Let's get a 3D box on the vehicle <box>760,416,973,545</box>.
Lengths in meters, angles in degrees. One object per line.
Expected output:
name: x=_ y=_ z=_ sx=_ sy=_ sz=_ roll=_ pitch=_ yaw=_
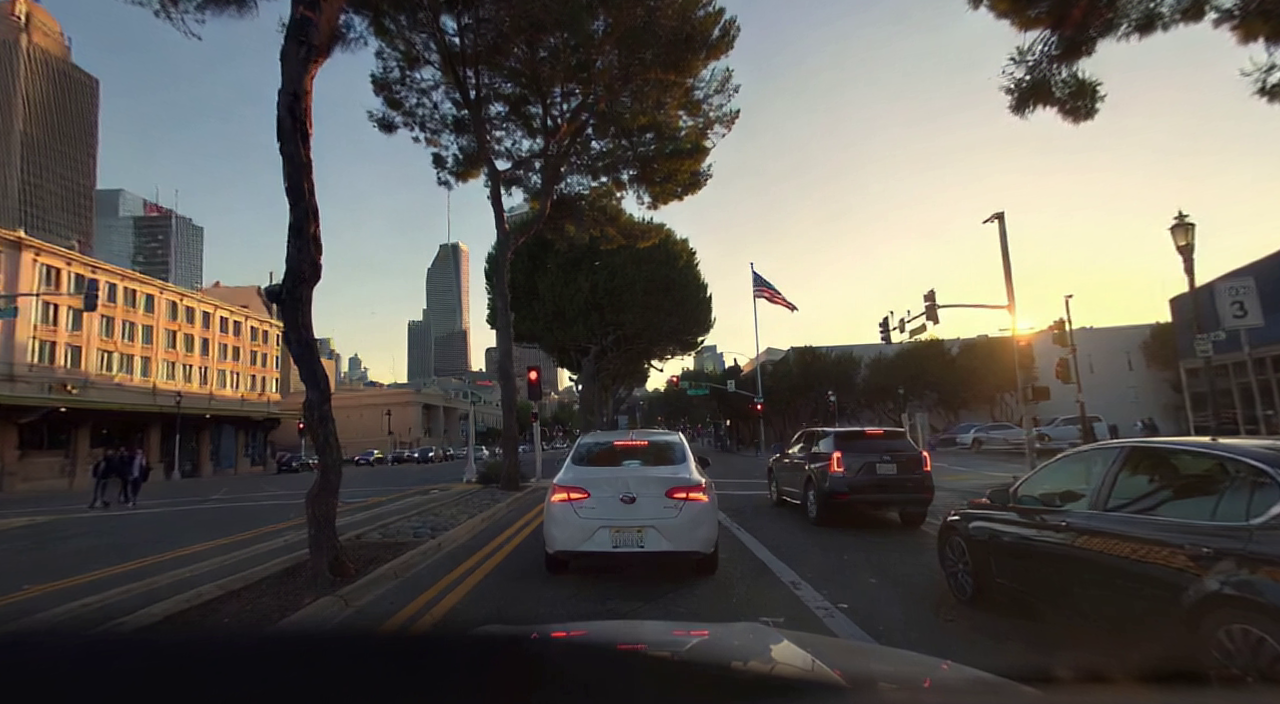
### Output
vehicle: x=3.517 y=2.087 z=10.945 sx=1.978 sy=1.738 sz=4.599 roll=0 pitch=-8 yaw=0

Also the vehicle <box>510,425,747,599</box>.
vehicle: x=-0.107 y=1.706 z=7.552 sx=2.096 sy=1.521 sz=3.747 roll=0 pitch=-8 yaw=0

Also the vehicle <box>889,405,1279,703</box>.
vehicle: x=3.380 y=1.173 z=3.990 sx=1.833 sy=1.465 sz=4.258 roll=0 pitch=-8 yaw=-1
